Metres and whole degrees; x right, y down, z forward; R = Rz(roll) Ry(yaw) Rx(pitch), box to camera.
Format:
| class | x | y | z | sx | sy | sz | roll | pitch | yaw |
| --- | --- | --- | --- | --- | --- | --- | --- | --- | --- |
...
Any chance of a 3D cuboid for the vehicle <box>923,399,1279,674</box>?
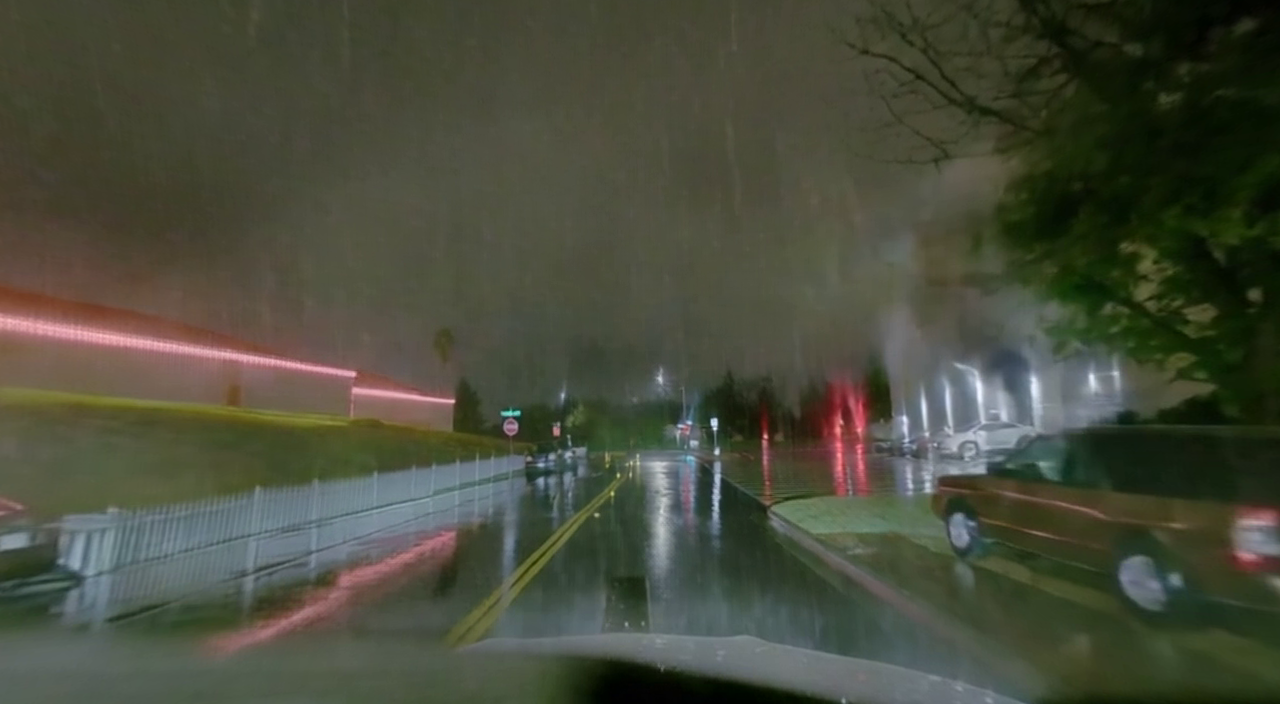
| class | x | y | z | sx | sy | sz | roll | pitch | yaw |
| --- | --- | --- | --- | --- | --- | --- | --- | --- | --- |
| vehicle | 4.612 | 1.299 | 5.357 | 2.109 | 1.500 | 5.070 | 0 | -8 | 1 |

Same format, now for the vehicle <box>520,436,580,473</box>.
| class | x | y | z | sx | sy | sz | roll | pitch | yaw |
| --- | --- | --- | --- | --- | --- | --- | --- | --- | --- |
| vehicle | -5.119 | 5.864 | 36.694 | 2.308 | 1.899 | 6.107 | -2 | -8 | 3 |

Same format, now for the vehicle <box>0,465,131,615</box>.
| class | x | y | z | sx | sy | sz | roll | pitch | yaw |
| --- | --- | --- | --- | --- | --- | --- | --- | --- | --- |
| vehicle | -8.630 | 2.052 | 7.084 | 4.063 | 1.483 | 1.939 | 0 | -9 | -1 |
